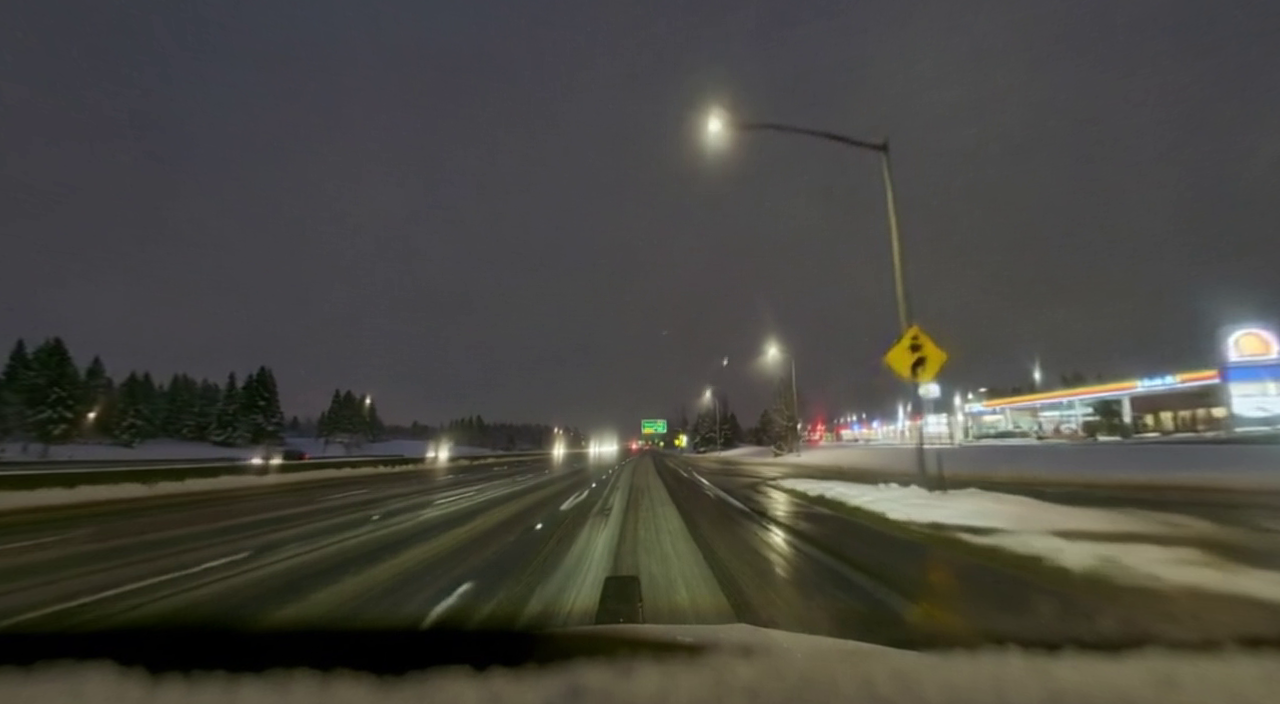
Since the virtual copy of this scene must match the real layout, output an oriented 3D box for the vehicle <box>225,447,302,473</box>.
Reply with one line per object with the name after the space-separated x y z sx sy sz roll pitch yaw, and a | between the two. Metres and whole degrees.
-23.190 6.644 39.016 1.885 1.521 4.464 0 -8 2 | vehicle
